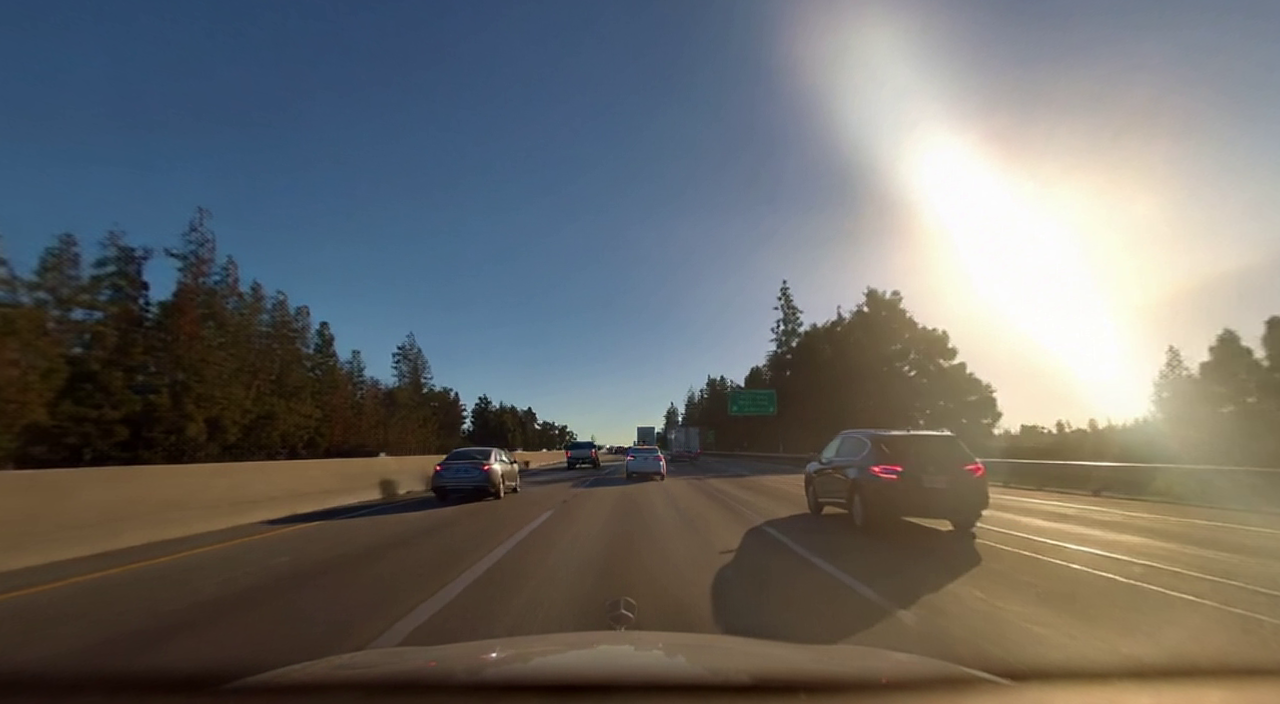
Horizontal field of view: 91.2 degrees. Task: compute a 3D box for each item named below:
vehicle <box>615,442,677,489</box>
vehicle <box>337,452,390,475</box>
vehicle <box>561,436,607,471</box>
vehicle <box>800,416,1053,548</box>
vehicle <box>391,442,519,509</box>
[{"bbox_3d":[0.196,4.098,22.870,2.015,1.526,4.286,0,-9,0],"label":"vehicle"},{"bbox_3d":[-20.291,8.157,46.223,1.901,1.582,4.159,-1,-9,2],"label":"vehicle"},{"bbox_3d":[-3.320,6.156,38.025,2.230,1.973,4.403,-1,-9,2],"label":"vehicle"},{"bbox_3d":[4.188,1.974,10.095,2.018,1.639,4.149,0,-9,-1],"label":"vehicle"},{"bbox_3d":[-4.591,3.127,16.343,1.967,1.473,4.439,0,-9,0],"label":"vehicle"}]
